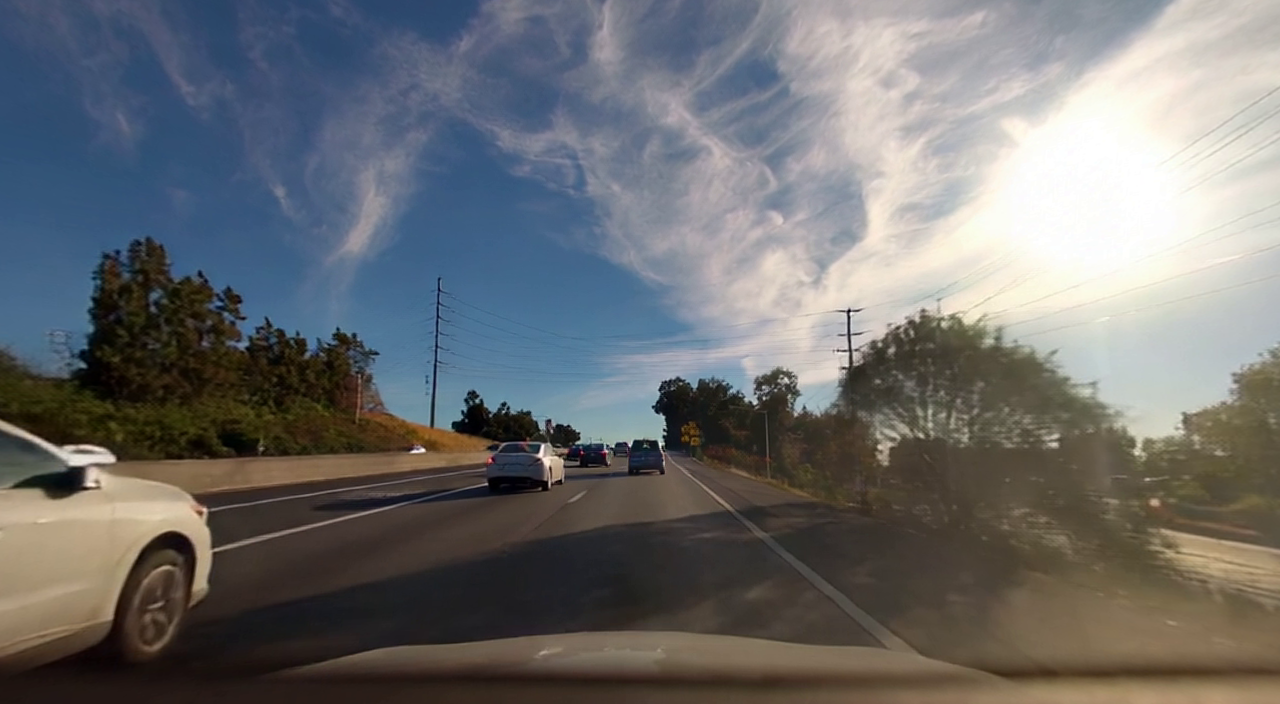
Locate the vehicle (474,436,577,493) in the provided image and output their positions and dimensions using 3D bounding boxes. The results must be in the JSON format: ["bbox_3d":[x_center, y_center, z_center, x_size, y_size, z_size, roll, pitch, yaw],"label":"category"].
[{"bbox_3d":[-3.233,3.290,18.826,2.092,1.464,4.466,0,-8,2],"label":"vehicle"}]

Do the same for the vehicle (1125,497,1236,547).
[{"bbox_3d":[30.652,9.576,36.056,2.164,2.048,5.656,-2,-8,11],"label":"vehicle"}]

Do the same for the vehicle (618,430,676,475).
[{"bbox_3d":[0.334,4.361,27.502,2.319,1.813,4.274,0,-8,1],"label":"vehicle"}]

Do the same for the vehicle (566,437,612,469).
[{"bbox_3d":[-2.867,5.814,36.535,2.051,1.695,4.731,-1,-8,3],"label":"vehicle"}]

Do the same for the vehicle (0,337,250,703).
[{"bbox_3d":[-3.824,0.730,2.087,2.104,1.754,4.515,0,-8,1],"label":"vehicle"}]
